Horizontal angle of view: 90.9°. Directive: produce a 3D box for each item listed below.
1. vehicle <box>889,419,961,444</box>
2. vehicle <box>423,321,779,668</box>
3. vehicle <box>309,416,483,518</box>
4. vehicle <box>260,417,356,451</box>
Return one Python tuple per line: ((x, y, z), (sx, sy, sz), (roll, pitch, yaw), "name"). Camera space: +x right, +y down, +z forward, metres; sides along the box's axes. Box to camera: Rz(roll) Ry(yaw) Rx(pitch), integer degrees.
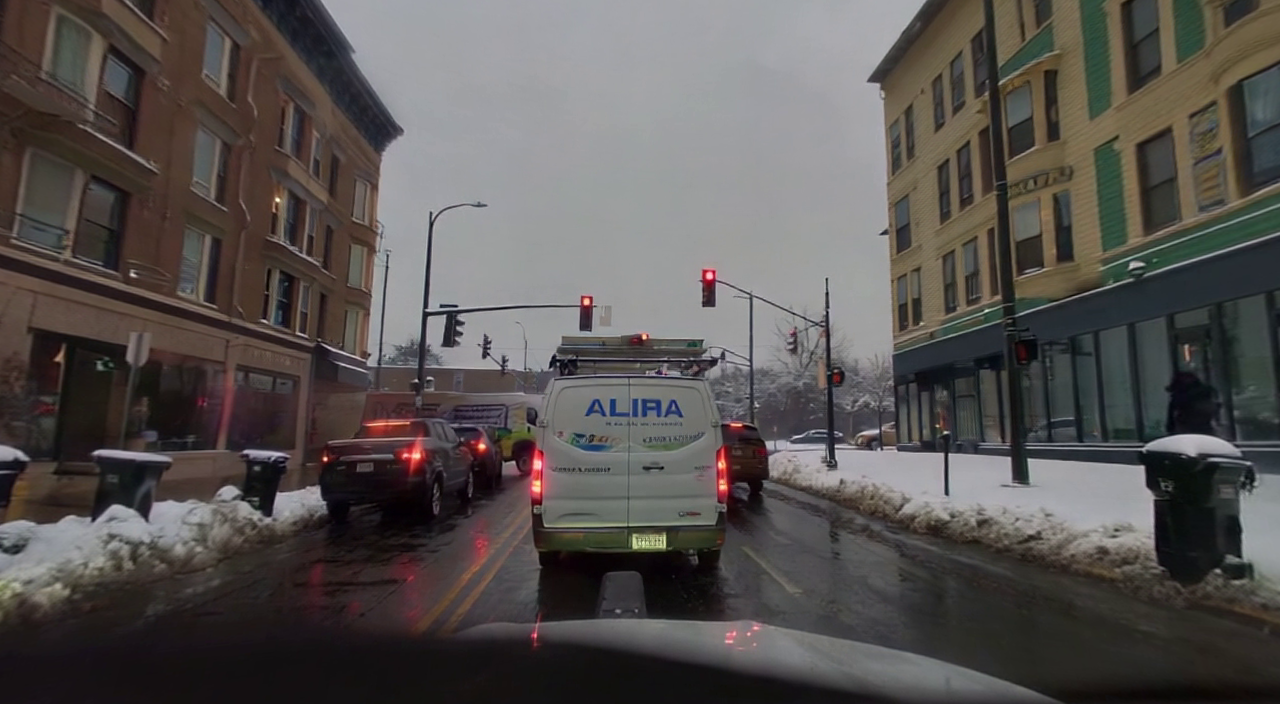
((16.102, 4.504, 35.660), (3.381, 1.391, 1.529), (1, -8, -11), "vehicle")
((-0.326, 1.059, 5.701), (1.951, 1.907, 4.266), (0, -8, -3), "vehicle")
((-3.956, 1.893, 10.870), (1.841, 1.461, 3.426), (1, -8, -5), "vehicle")
((-15.850, 3.937, 30.267), (3.713, 1.571, 1.751), (2, -8, -16), "vehicle")
